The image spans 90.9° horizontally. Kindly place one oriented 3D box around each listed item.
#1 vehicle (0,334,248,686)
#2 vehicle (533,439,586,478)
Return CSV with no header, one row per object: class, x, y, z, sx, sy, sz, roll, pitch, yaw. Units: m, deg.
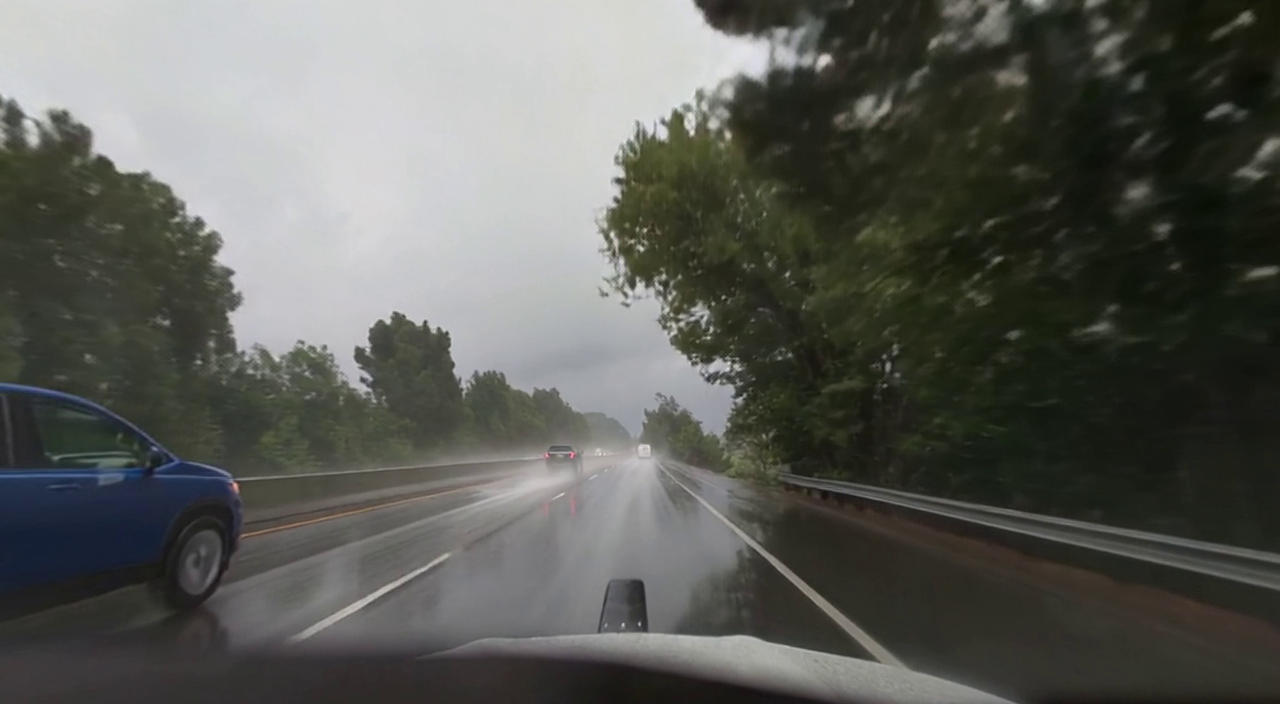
vehicle,-4.622,0.847,3.271,2.102,1.941,4.703,0,-9,0
vehicle,-3.999,5.402,32.057,2.056,1.811,4.202,0,-9,1
